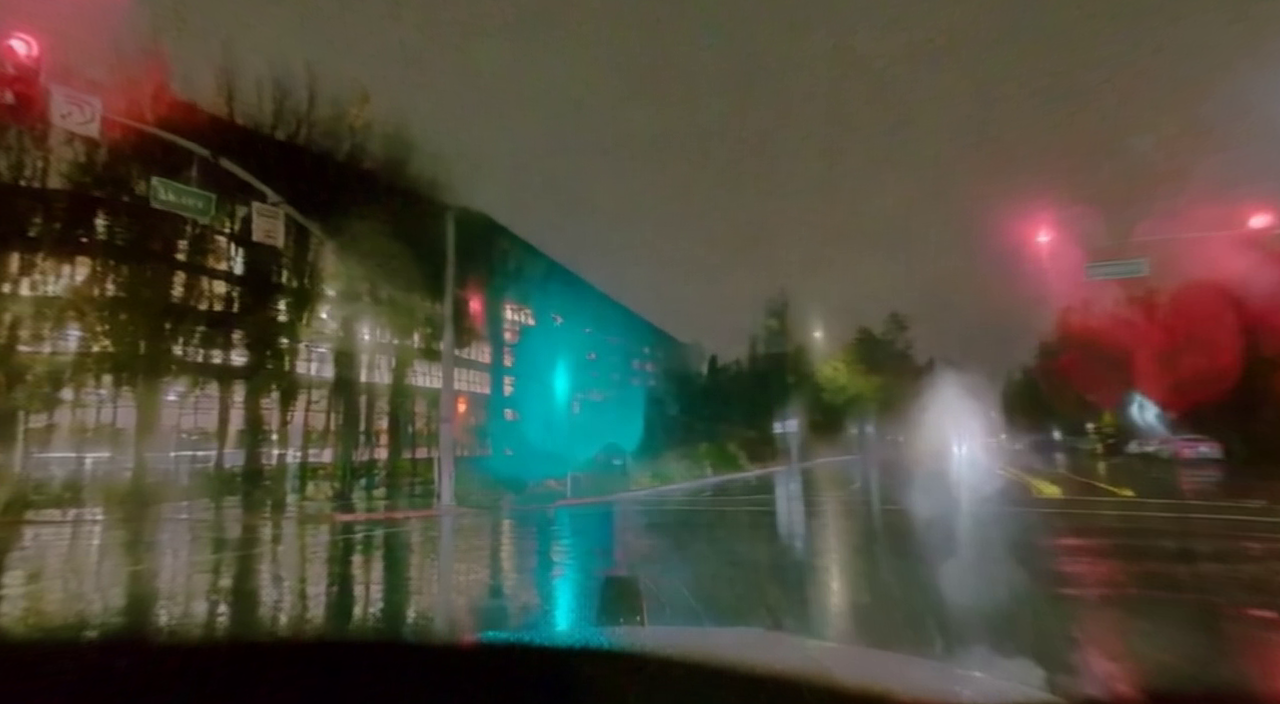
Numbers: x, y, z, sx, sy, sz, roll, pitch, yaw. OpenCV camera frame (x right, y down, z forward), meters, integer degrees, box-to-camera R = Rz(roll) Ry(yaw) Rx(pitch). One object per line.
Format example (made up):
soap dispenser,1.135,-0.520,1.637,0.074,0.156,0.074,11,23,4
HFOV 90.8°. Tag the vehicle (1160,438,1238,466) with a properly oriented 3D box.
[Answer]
vehicle,31.913,5.719,36.233,1.893,1.454,4.483,-4,-9,23

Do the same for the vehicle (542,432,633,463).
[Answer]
vehicle,-2.940,5.400,35.537,4.765,1.593,1.891,-4,-9,21
